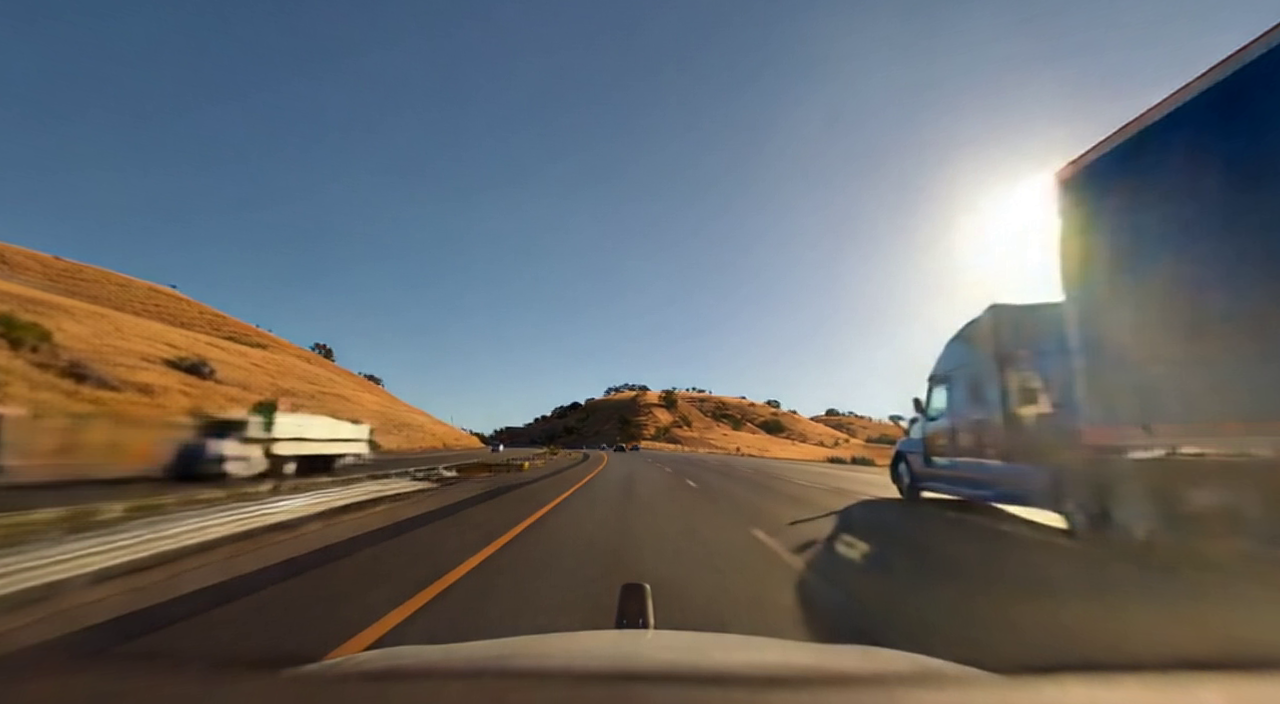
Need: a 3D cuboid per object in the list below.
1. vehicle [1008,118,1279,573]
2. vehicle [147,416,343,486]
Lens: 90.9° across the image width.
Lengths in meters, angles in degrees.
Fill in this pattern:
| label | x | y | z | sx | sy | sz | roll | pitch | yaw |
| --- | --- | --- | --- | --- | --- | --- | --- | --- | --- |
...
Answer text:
| label | x | y | z | sx | sy | sz | roll | pitch | yaw |
| --- | --- | --- | --- | --- | --- | --- | --- | --- | --- |
| vehicle | 7.382 | -0.631 | 1.804 | 2.923 | 4.182 | 16.345 | -1 | -8 | 0 |
| vehicle | -14.606 | 3.733 | 24.212 | 2.850 | 2.258 | 7.202 | -1 | -8 | 0 |
